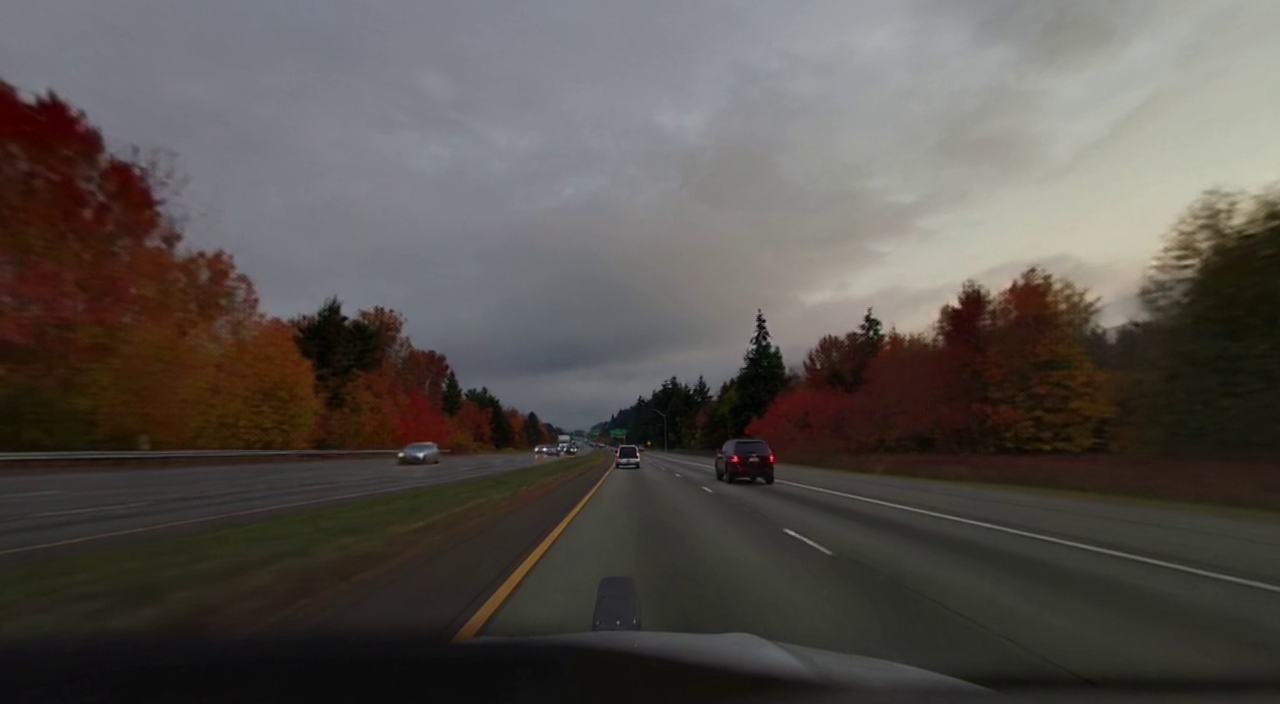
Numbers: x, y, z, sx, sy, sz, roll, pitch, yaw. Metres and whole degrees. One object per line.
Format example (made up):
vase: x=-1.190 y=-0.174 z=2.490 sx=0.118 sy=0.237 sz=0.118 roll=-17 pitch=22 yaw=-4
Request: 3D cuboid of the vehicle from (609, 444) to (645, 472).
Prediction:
vehicle: x=-0.823 y=6.756 z=40.064 sx=2.151 sy=1.693 sz=4.201 roll=0 pitch=-9 yaw=-1

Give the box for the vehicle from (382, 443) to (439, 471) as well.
vehicle: x=-13.056 y=5.990 z=35.823 sx=1.842 sy=1.486 sz=3.745 roll=0 pitch=-9 yaw=0

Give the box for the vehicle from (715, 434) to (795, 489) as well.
vehicle: x=3.927 y=3.834 z=22.168 sx=1.982 sy=1.745 sz=4.151 roll=0 pitch=-9 yaw=-1
